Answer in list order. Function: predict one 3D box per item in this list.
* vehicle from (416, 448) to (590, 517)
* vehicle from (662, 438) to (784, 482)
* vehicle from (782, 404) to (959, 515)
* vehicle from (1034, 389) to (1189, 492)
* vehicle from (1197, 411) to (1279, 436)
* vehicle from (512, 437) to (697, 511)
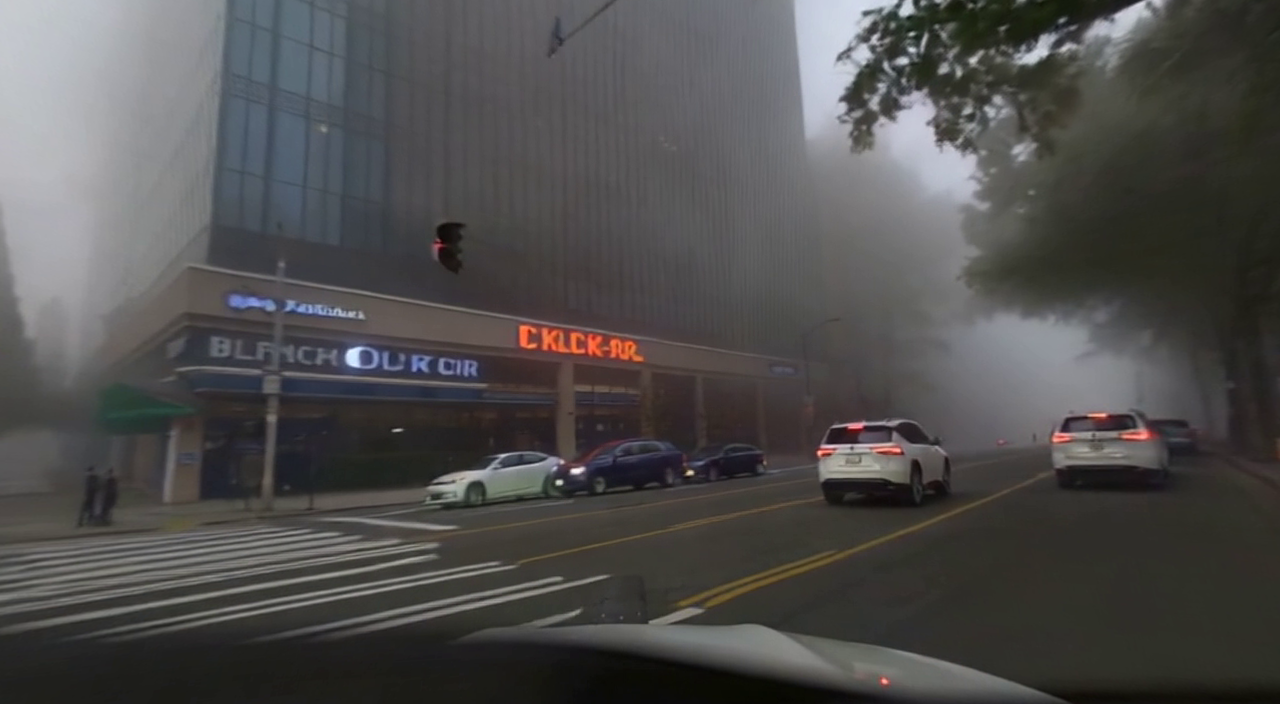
[{"bbox_3d":[-3.440,3.278,16.474,1.989,1.508,4.021,-7,-11,39],"label":"vehicle"},{"bbox_3d":[3.364,4.142,24.674,2.103,1.514,5.374,-8,-11,40],"label":"vehicle"},{"bbox_3d":[4.543,2.005,12.078,2.023,1.702,4.152,-6,-10,35],"label":"vehicle"},{"bbox_3d":[10.994,2.060,14.707,2.352,1.953,4.796,-7,-11,38],"label":"vehicle"},{"bbox_3d":[38.332,4.524,39.731,4.426,1.490,1.862,-4,-9,23],"label":"vehicle"},{"bbox_3d":[-0.694,2.836,15.244,1.857,1.507,4.504,-7,-11,39],"label":"vehicle"}]
